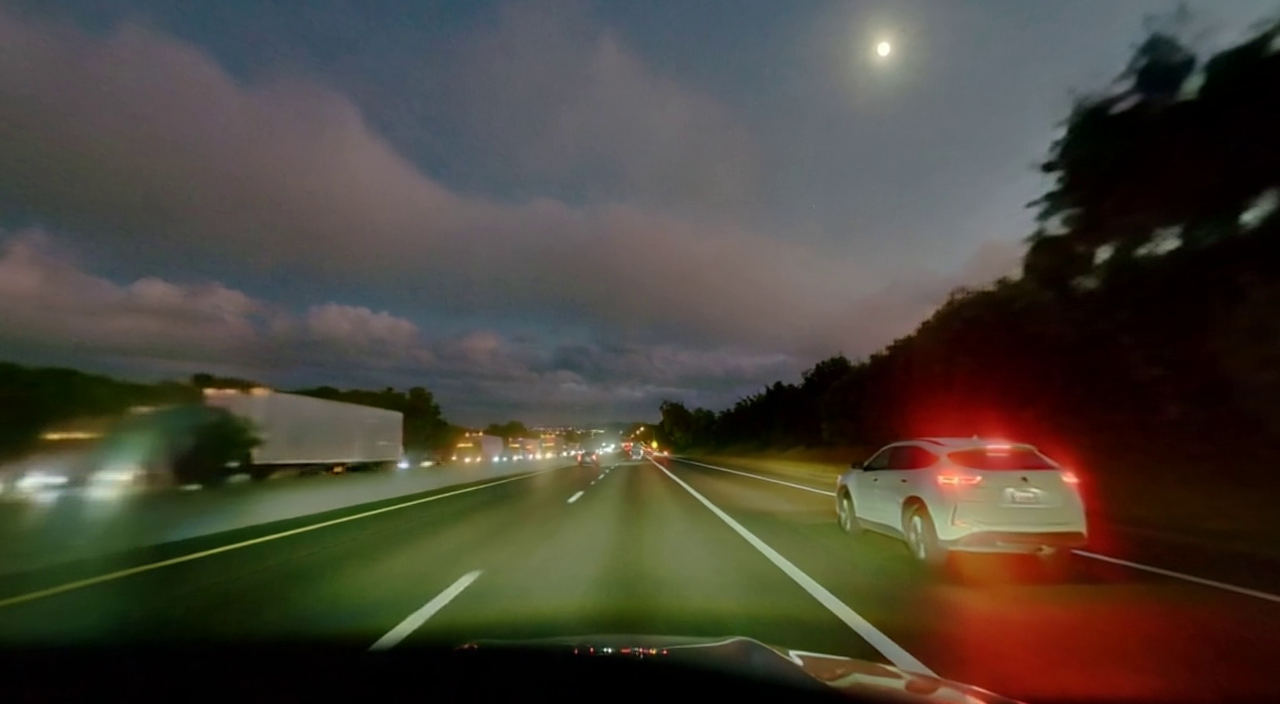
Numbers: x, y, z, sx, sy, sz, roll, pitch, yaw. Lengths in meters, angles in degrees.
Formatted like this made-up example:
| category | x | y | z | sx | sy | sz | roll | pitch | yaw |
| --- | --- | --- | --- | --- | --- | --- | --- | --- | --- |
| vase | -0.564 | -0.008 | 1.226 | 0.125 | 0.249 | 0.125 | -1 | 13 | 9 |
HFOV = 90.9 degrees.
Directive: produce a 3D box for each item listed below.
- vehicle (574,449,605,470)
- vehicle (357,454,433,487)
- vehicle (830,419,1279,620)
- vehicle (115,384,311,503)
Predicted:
| category | x | y | z | sx | sy | sz | roll | pitch | yaw |
| --- | --- | --- | --- | --- | --- | --- | --- | --- | --- |
| vehicle | -3.768 | 8.059 | 47.444 | 1.978 | 1.539 | 3.924 | 0 | -9 | 0 |
| vehicle | -11.181 | 5.405 | 29.076 | 1.820 | 1.389 | 4.266 | 0 | -9 | 0 |
| vehicle | 3.858 | 1.609 | 7.030 | 2.053 | 1.504 | 4.386 | 0 | -9 | -1 |
| vehicle | -15.922 | 3.519 | 24.243 | 2.995 | 3.939 | 6.212 | 0 | -9 | 0 |
